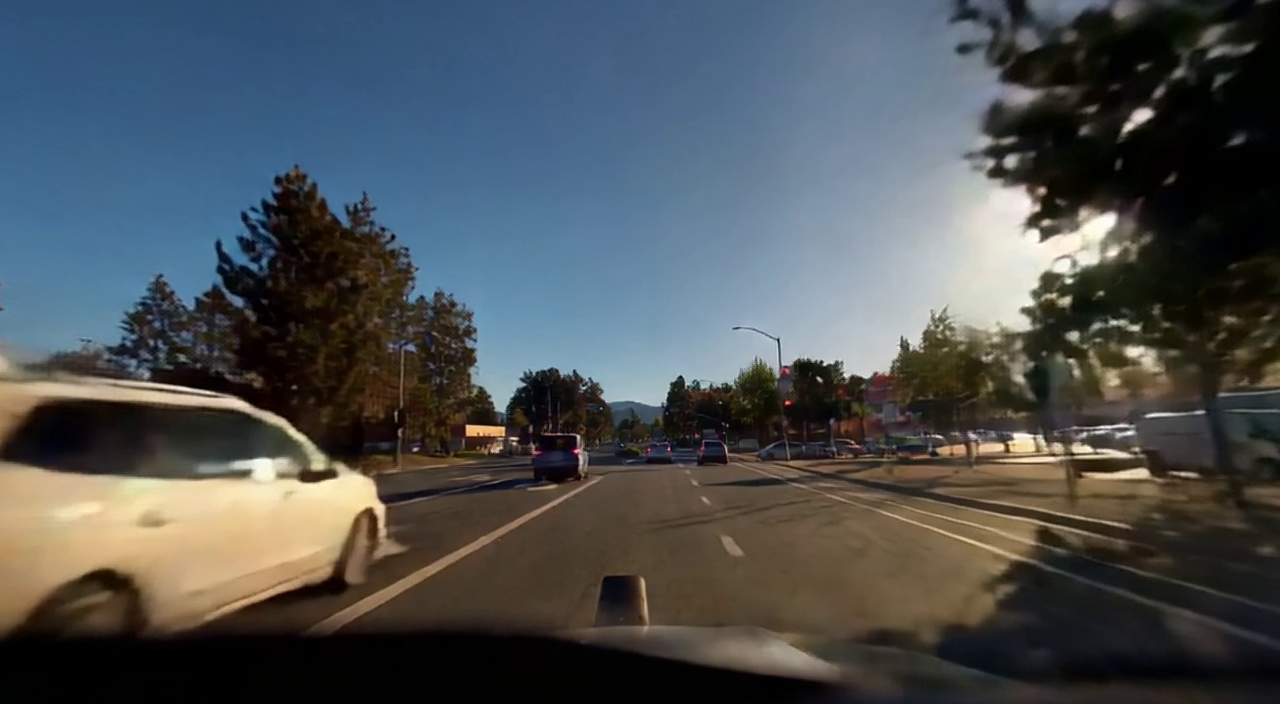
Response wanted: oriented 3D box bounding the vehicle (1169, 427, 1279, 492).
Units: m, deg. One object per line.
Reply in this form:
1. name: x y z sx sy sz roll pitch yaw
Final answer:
1. vehicle: 18.295 2.713 14.919 2.618 1.565 11.353 -3 -6 4

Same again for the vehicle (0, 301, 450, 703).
1. vehicle: -3.845 1.130 5.631 2.298 1.905 5.777 0 -8 2

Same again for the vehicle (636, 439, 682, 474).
1. vehicle: 0.808 4.615 28.101 1.917 1.418 3.987 0 -8 0

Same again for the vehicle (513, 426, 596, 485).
1. vehicle: -2.774 3.501 21.667 2.092 1.779 4.468 0 -8 1

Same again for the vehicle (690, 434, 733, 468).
1. vehicle: 3.948 5.570 35.775 2.046 1.768 4.370 0 -8 2
